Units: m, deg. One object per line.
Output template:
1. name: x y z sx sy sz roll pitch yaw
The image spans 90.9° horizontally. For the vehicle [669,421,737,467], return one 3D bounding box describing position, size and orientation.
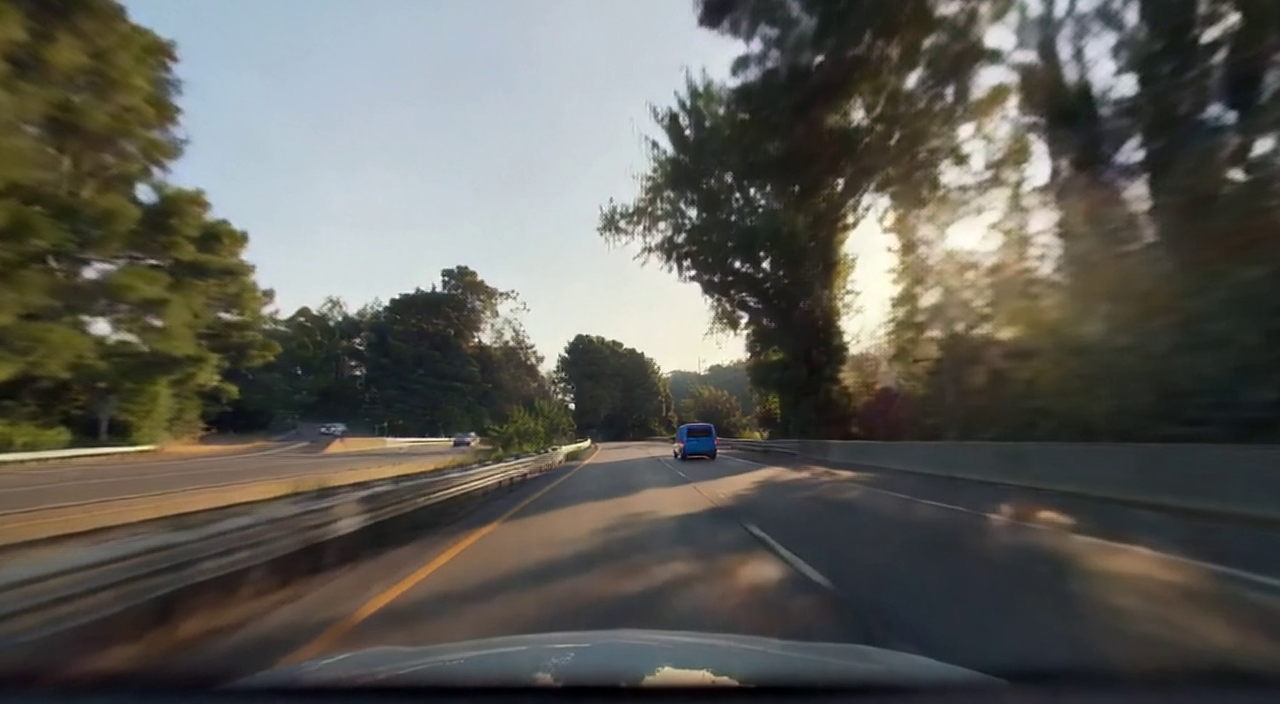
1. vehicle: 2.571 3.915 27.036 2.240 1.801 4.545 0 -8 -3
